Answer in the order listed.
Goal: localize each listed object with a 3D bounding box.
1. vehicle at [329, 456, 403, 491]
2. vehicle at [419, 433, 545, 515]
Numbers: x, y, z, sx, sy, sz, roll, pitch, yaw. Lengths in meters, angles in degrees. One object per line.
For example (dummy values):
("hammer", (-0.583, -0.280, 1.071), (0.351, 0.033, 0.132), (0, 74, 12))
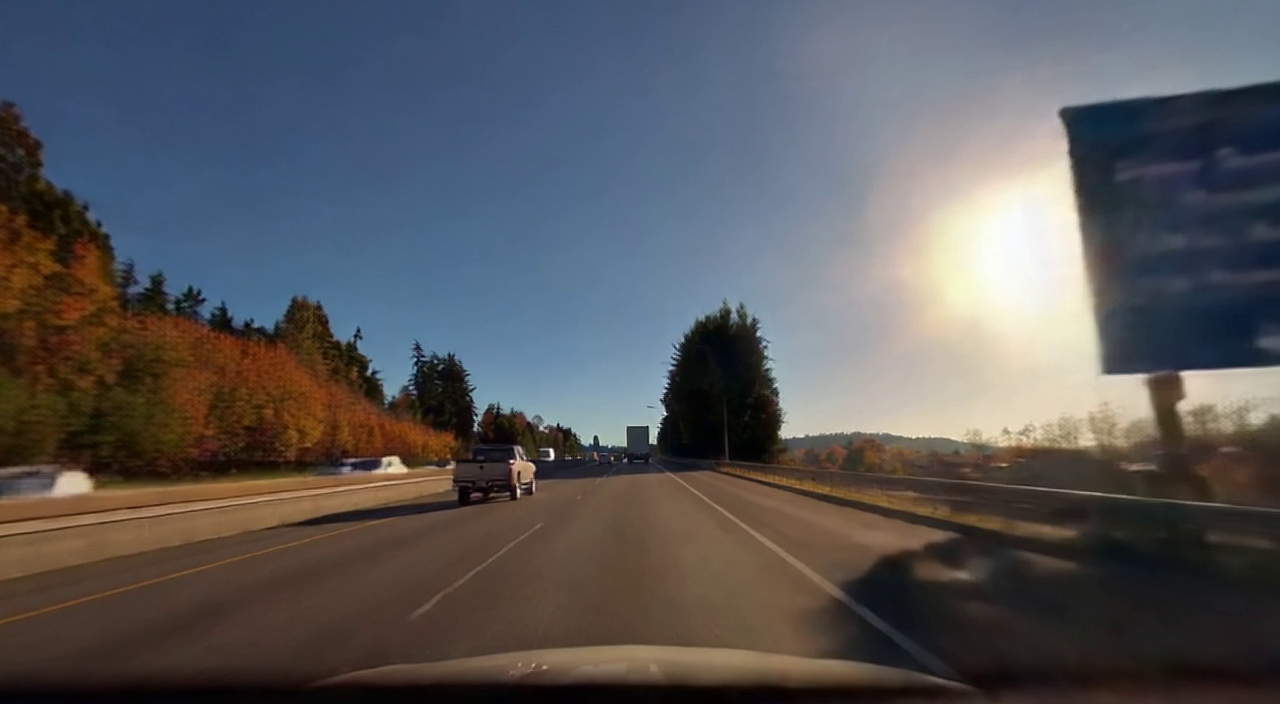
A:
("vehicle", (-12.731, 5.637, 29.574), (1.794, 1.503, 3.666), (0, -9, 0))
("vehicle", (-3.925, 3.140, 16.676), (2.079, 1.845, 4.654), (0, -9, 1))
